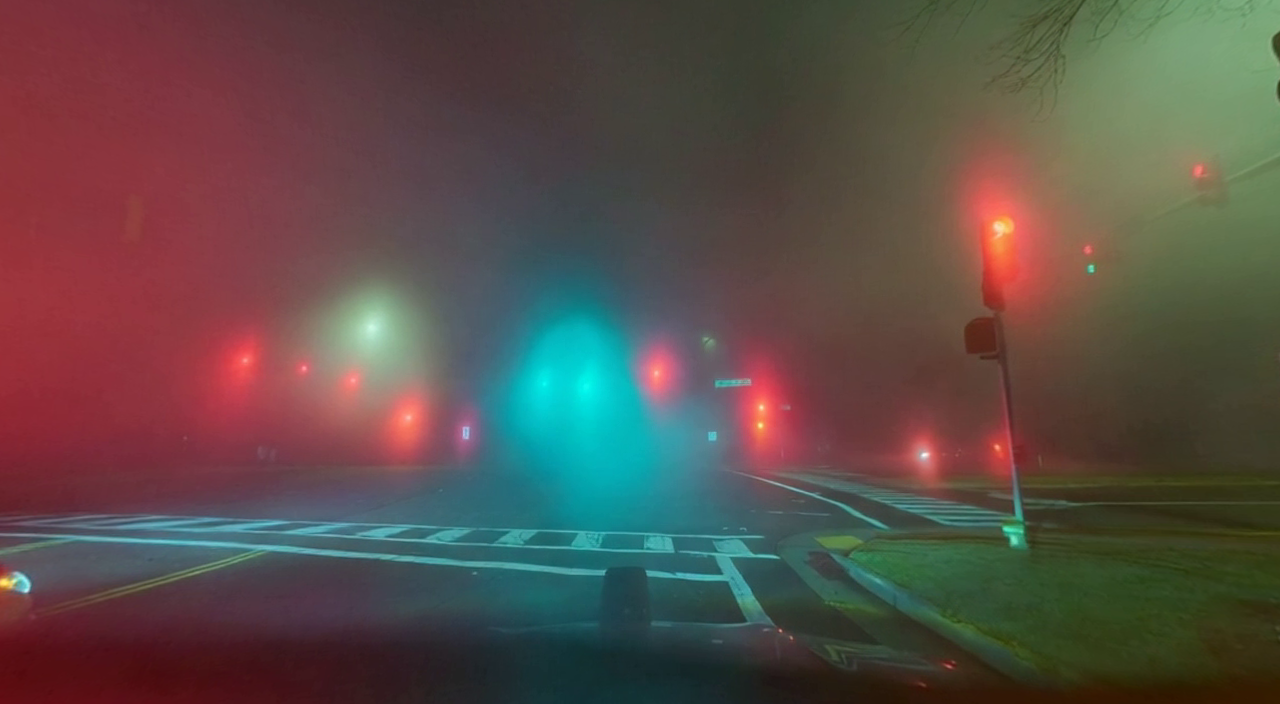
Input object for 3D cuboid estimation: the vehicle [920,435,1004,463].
[{"bbox_3d":[17.766,5.389,34.949,3.952,1.468,1.768,-4,-9,22],"label":"vehicle"}]
